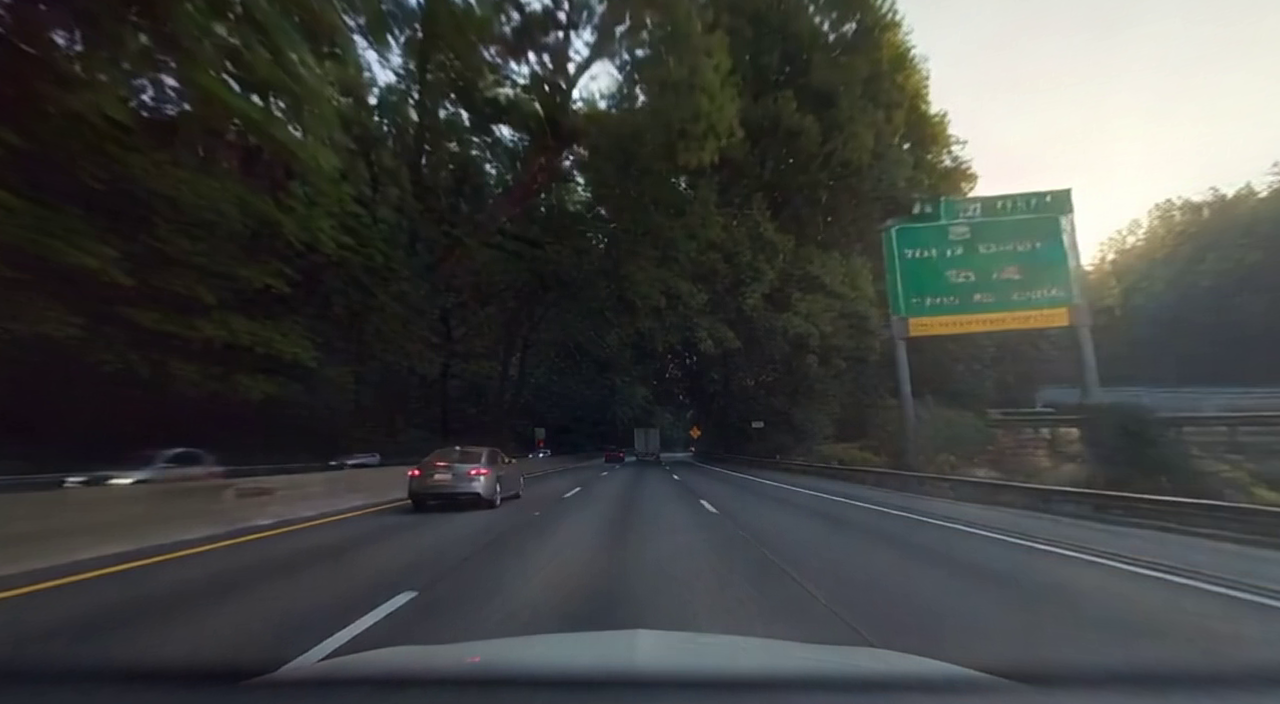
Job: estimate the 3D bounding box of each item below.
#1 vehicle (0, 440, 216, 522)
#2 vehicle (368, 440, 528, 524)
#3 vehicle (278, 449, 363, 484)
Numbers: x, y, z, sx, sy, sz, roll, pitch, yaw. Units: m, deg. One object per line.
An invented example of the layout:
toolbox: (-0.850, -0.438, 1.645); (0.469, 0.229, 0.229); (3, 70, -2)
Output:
vehicle: (-12.092, 2.800, 14.204); (2.089, 1.546, 4.227); (0, -9, 0)
vehicle: (-3.942, 2.762, 13.933); (2.027, 1.519, 4.578); (0, -9, 1)
vehicle: (-16.261, 5.837, 32.421); (1.957, 1.648, 4.562); (0, -9, 0)
